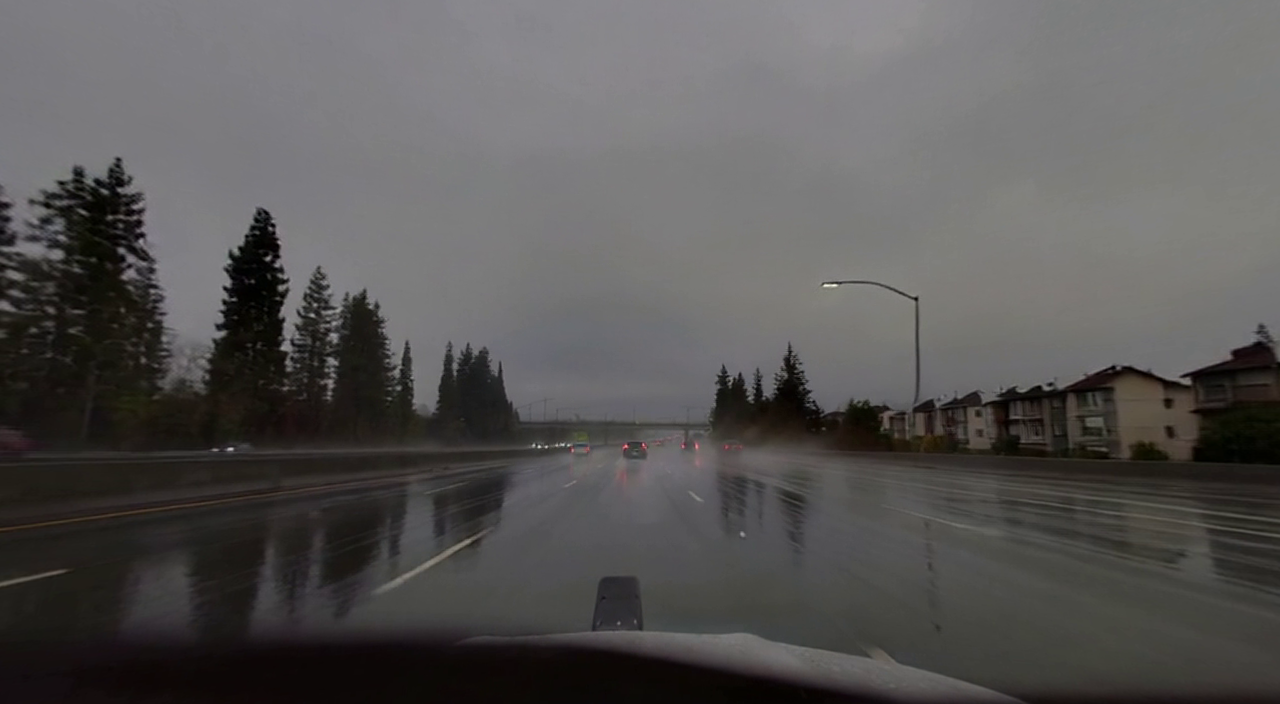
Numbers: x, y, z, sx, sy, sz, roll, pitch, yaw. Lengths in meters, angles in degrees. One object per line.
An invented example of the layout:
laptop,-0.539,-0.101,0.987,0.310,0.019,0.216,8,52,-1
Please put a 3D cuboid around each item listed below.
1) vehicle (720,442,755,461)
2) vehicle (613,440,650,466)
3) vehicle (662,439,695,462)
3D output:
vehicle,7.542,7.740,49.413,2.009,1.419,3.970,0,-8,-1
vehicle,-0.494,6.135,38.702,2.146,1.485,4.332,0,-8,0
vehicle,2.791,7.268,46.986,2.084,1.624,3.935,0,-8,-1
